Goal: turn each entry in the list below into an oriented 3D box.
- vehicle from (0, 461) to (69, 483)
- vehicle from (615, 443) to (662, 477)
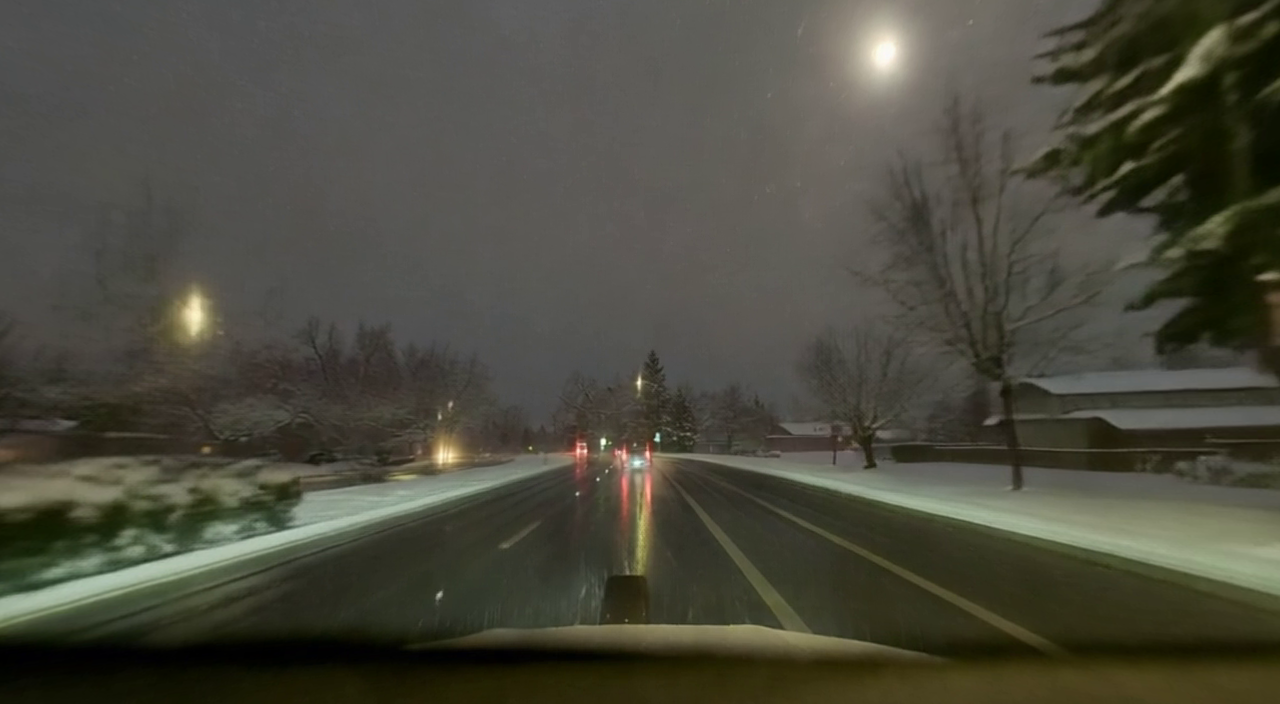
[{"bbox_3d":[-48.179,9.415,49.606,4.624,1.528,1.829,7,-10,-41],"label":"vehicle"},{"bbox_3d":[-0.099,4.949,29.078,2.009,1.456,4.003,0,-8,-1],"label":"vehicle"}]
